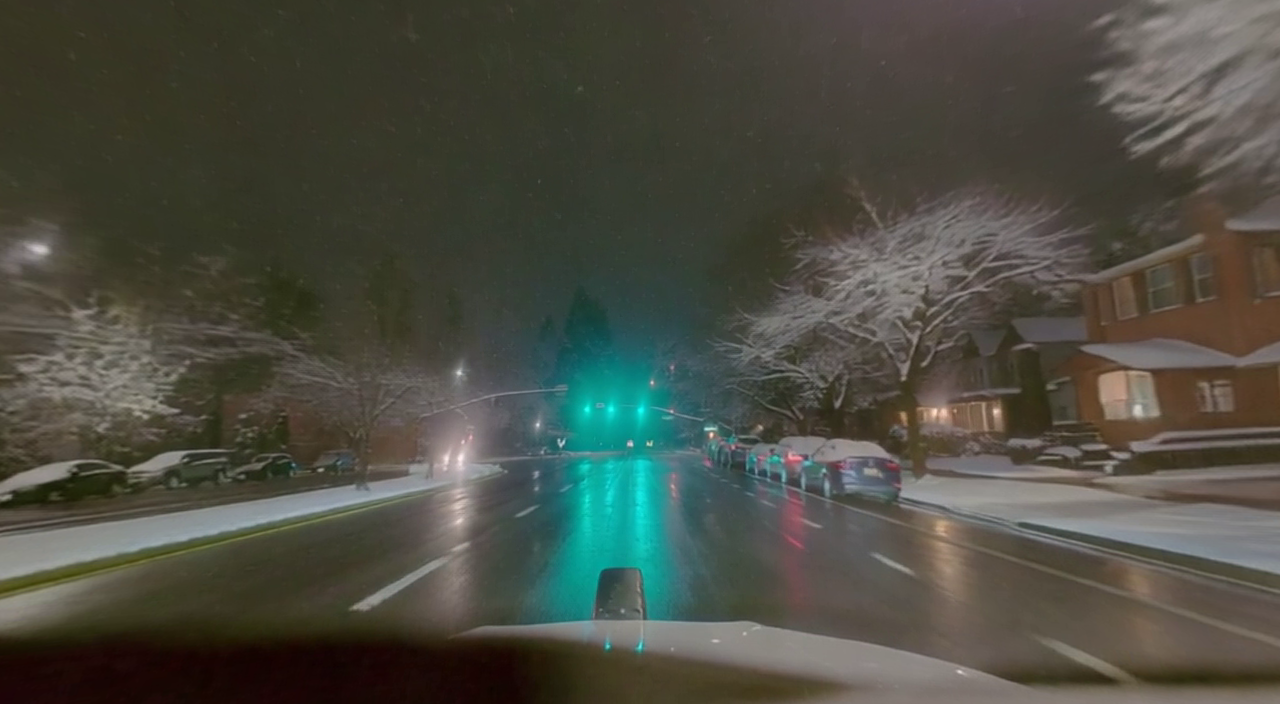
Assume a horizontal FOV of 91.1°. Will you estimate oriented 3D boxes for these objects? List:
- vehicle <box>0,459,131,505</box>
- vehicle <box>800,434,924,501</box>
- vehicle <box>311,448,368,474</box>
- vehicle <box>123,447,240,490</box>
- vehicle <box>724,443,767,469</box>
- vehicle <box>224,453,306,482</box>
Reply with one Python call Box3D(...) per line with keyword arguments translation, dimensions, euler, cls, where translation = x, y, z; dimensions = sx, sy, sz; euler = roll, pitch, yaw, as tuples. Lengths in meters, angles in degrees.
Box3D(translation=(-21.931, 4.789, 23.515), dimensions=(1.883, 1.450, 4.659), euler=(0, -8, -1), cls="vehicle")
Box3D(translation=(6.213, 3.274, 18.237), dimensions=(1.918, 1.662, 4.393), euler=(0, -8, -1), cls="vehicle")
Box3D(translation=(-21.610, 7.831, 45.309), dimensions=(1.933, 1.733, 4.518), euler=(0, -8, -1), cls="vehicle")
Box3D(translation=(-21.742, 5.511, 30.072), dimensions=(2.001, 1.839, 4.669), euler=(0, -8, 0), cls="vehicle")
Box3D(translation=(6.362, 6.332, 38.336), dimensions=(1.901, 1.470, 4.580), euler=(0, -8, 0), cls="vehicle")
Box3D(translation=(-21.599, 6.640, 36.405), dimensions=(1.842, 1.496, 4.614), euler=(0, -8, 0), cls="vehicle")
